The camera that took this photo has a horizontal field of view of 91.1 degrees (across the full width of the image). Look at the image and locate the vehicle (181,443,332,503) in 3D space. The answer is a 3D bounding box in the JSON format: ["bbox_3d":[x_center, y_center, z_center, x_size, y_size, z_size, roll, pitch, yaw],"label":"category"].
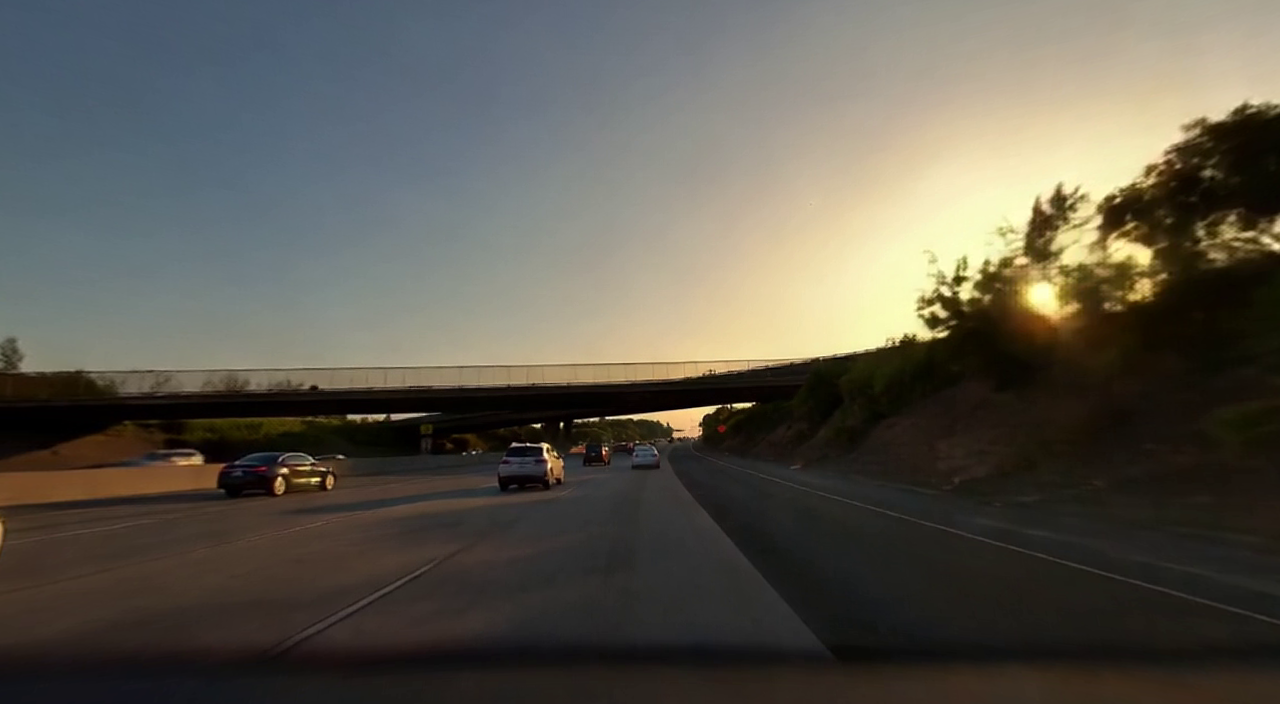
[{"bbox_3d":[-11.868,3.720,19.852,1.954,1.640,4.339,0,-8,1],"label":"vehicle"}]

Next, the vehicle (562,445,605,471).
[{"bbox_3d":[-3.377,6.416,38.311,1.997,1.490,4.471,0,-8,2],"label":"vehicle"}]

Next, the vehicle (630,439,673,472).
[{"bbox_3d":[0.635,5.560,34.060,2.160,1.678,4.178,0,-8,2],"label":"vehicle"}]

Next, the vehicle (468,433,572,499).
[{"bbox_3d":[-3.431,3.363,19.001,2.161,1.759,4.482,0,-8,1],"label":"vehicle"}]

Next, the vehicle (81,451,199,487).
[{"bbox_3d":[-28.209,6.586,35.707,2.250,1.781,5.205,0,-8,2],"label":"vehicle"}]
